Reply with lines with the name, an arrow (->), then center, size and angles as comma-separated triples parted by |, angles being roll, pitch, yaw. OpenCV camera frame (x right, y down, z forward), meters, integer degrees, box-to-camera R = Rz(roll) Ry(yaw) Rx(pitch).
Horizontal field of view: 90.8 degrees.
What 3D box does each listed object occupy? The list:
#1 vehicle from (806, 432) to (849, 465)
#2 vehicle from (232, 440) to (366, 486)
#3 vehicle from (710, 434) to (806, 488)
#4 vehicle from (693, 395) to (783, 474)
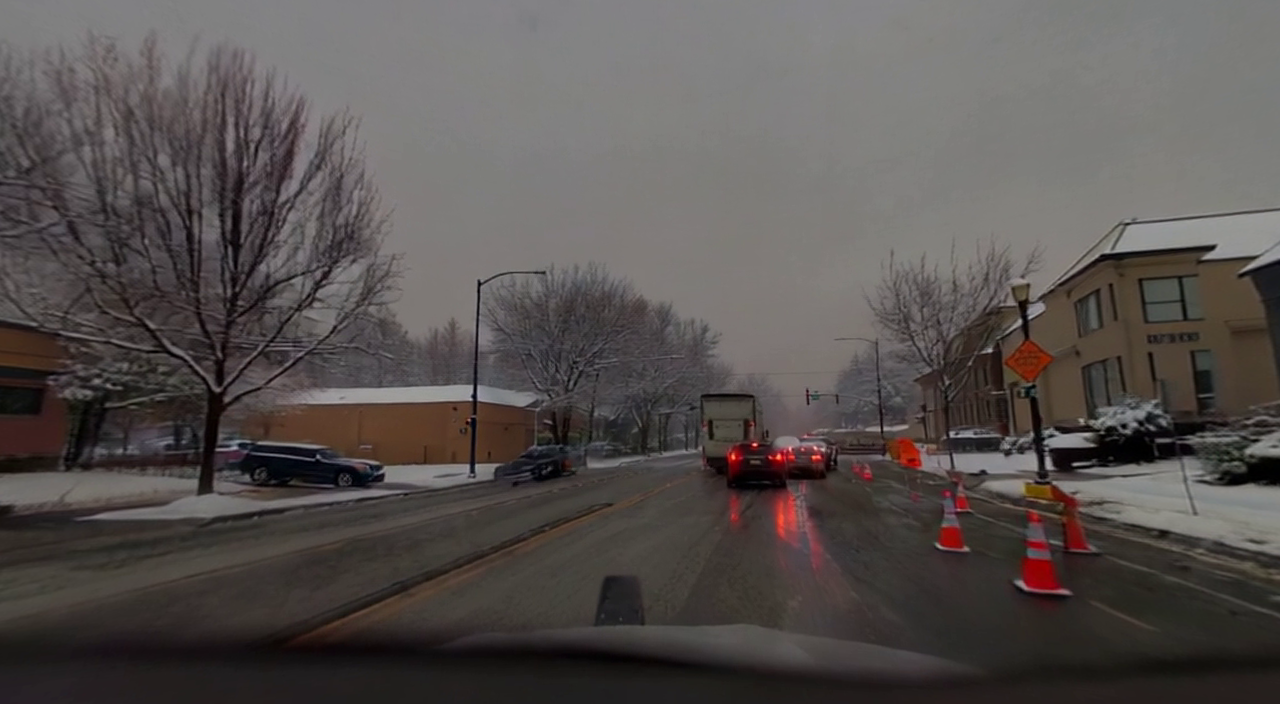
vehicle -> 11.997, 6.151, 40.254 | 2.110, 1.942, 4.376 | -3, -9, 22
vehicle -> -13.588, 4.415, 25.297 | 4.397, 1.698, 1.932 | -2, -9, 12
vehicle -> 3.587, 3.419, 20.057 | 2.159, 1.506, 4.086 | 1, -8, -2
vehicle -> 5.475, 4.374, 32.757 | 2.977, 3.271, 12.748 | -2, -9, 16
